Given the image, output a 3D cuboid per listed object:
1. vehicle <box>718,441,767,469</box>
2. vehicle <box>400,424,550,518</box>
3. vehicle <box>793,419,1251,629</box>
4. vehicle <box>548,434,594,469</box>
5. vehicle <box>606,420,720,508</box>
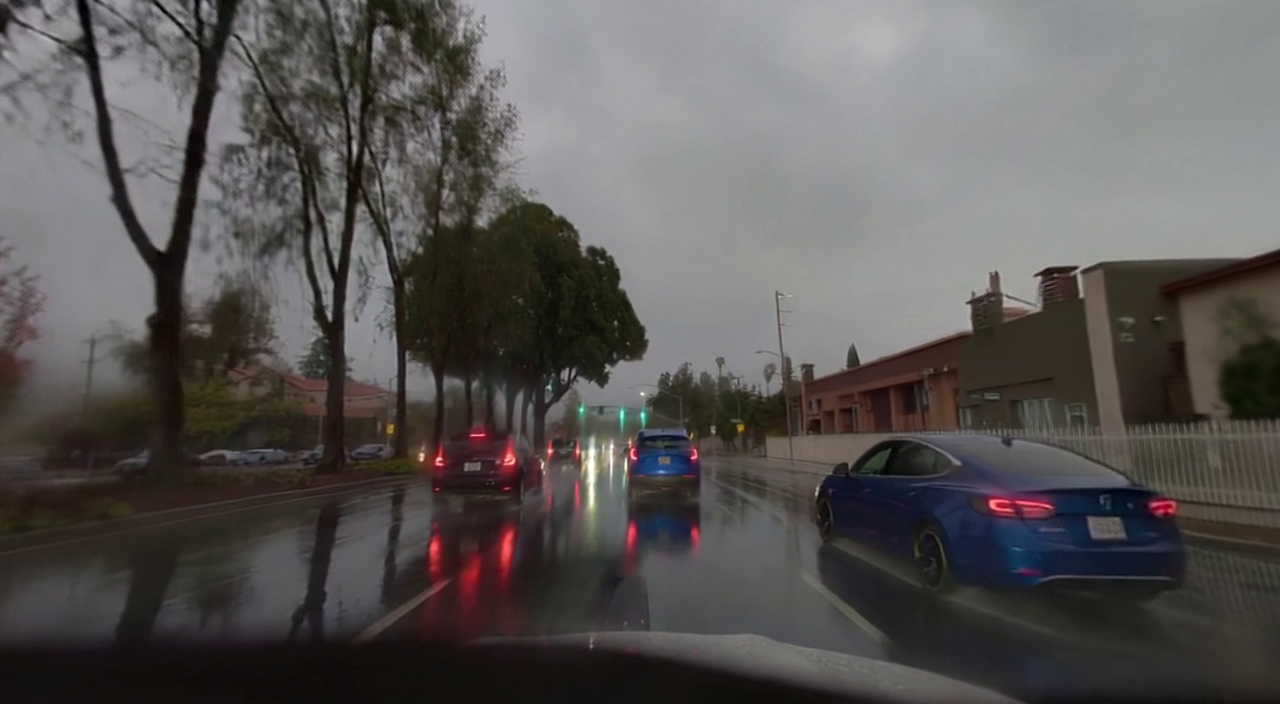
[{"bbox_3d":[5.746,5.845,35.844,2.010,1.486,4.498,0,-8,0],"label":"vehicle"},{"bbox_3d":[-3.302,2.491,13.735,2.043,1.687,4.676,0,-8,-1],"label":"vehicle"},{"bbox_3d":[3.335,1.581,6.910,2.017,1.491,4.611,0,-8,-2],"label":"vehicle"},{"bbox_3d":[-3.589,5.277,33.538,2.014,1.755,4.360,0,-8,0],"label":"vehicle"},{"bbox_3d":[0.397,2.581,14.893,2.280,1.747,4.361,0,-8,-2],"label":"vehicle"}]
